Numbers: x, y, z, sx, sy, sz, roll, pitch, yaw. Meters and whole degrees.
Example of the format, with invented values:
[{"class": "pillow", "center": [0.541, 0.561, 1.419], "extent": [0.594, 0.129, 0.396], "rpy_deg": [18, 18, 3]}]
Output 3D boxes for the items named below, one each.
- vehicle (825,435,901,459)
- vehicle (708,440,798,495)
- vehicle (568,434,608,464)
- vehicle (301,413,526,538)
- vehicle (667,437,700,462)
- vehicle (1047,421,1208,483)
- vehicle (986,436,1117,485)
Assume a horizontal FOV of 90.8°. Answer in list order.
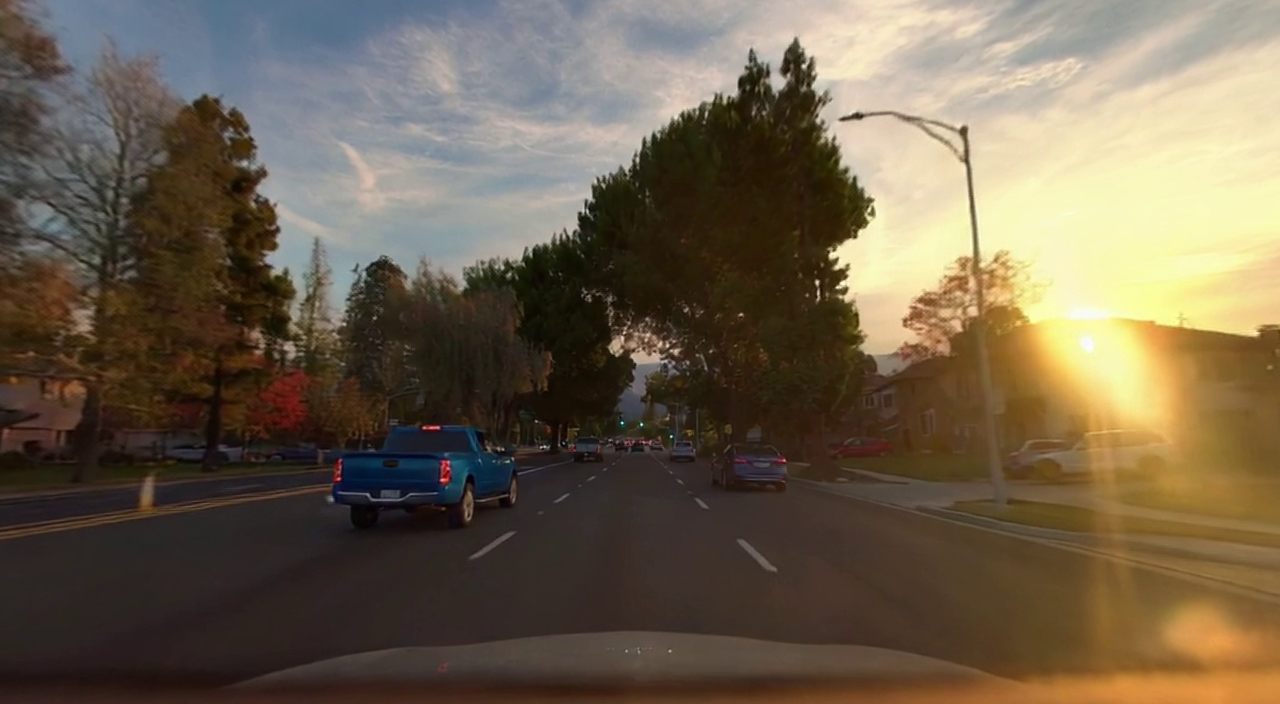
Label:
[{"class": "vehicle", "center": [16.236, 6.922, 46.090], "extent": [4.759, 1.673, 1.972], "rpy_deg": [0, -8, -3]}, {"class": "vehicle", "center": [3.295, 3.420, 19.244], "extent": [1.884, 1.463, 4.195], "rpy_deg": [0, -8, -1]}, {"class": "vehicle", "center": [-3.406, 6.471, 42.333], "extent": [2.218, 1.829, 4.492], "rpy_deg": [0, -8, 1]}, {"class": "vehicle", "center": [-3.678, 2.107, 11.620], "extent": [2.111, 1.745, 5.274], "rpy_deg": [0, -8, 1]}, {"class": "vehicle", "center": [3.369, 7.684, 49.990], "extent": [2.099, 1.845, 4.363], "rpy_deg": [0, -8, -2]}, {"class": "vehicle", "center": [16.569, 3.475, 21.866], "extent": [2.040, 1.784, 4.533], "rpy_deg": [-3, -10, 3]}, {"class": "vehicle", "center": [13.952, 3.677, 21.779], "extent": [1.929, 1.502, 4.177], "rpy_deg": [0, -8, 4]}]
